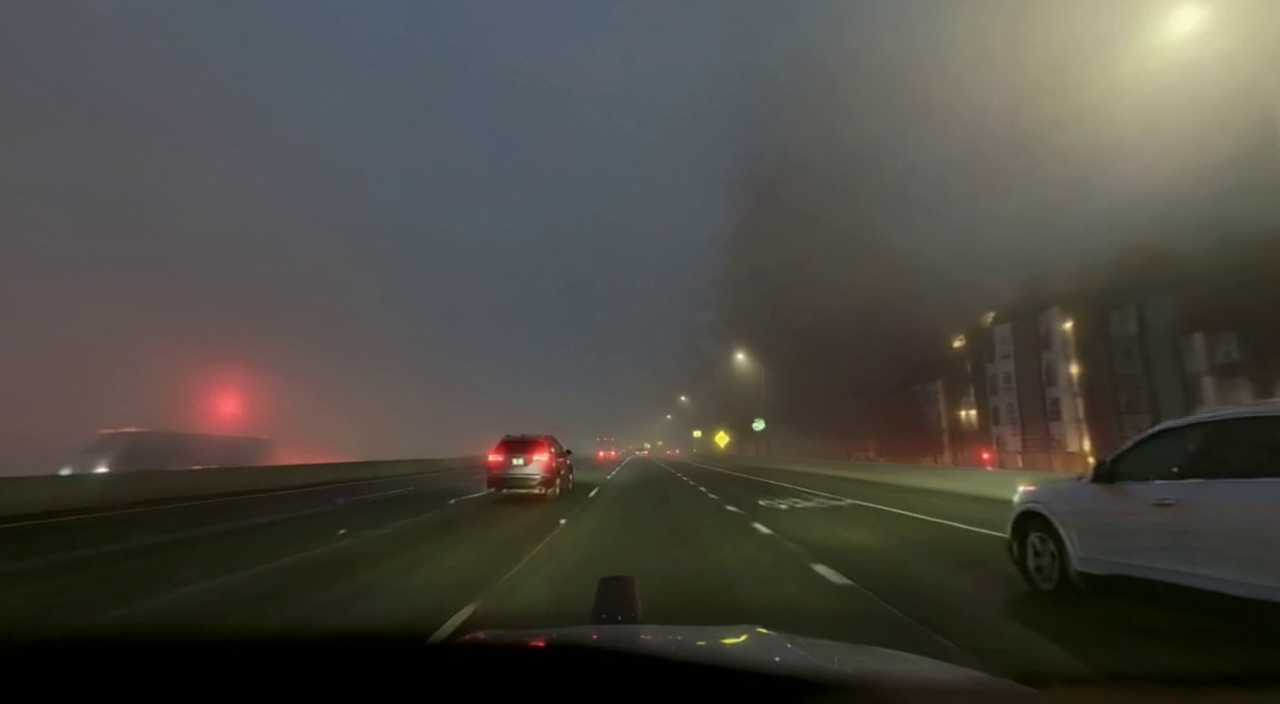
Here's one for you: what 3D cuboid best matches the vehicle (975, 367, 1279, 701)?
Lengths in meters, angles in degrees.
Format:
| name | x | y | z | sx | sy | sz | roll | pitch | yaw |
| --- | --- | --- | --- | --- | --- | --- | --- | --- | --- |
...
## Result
| name | x | y | z | sx | sy | sz | roll | pitch | yaw |
| --- | --- | --- | --- | --- | --- | --- | --- | --- | --- |
| vehicle | 4.433 | 1.033 | 3.844 | 2.170 | 1.733 | 4.631 | 0 | -9 | 0 |

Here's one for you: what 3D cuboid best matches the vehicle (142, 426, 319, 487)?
| name | x | y | z | sx | sy | sz | roll | pitch | yaw |
| --- | --- | --- | --- | --- | --- | --- | --- | --- | --- |
| vehicle | -31.104 | 8.107 | 49.649 | 2.891 | 3.951 | 16.525 | 0 | -9 | 0 |

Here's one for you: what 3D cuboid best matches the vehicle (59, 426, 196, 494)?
| name | x | y | z | sx | sy | sz | roll | pitch | yaw |
| --- | --- | --- | --- | --- | --- | --- | --- | --- | --- |
| vehicle | -31.076 | 6.554 | 38.592 | 3.060 | 3.727 | 5.991 | 0 | -9 | 1 |

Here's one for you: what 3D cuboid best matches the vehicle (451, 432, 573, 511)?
| name | x | y | z | sx | sy | sz | roll | pitch | yaw |
| --- | --- | --- | --- | --- | --- | --- | --- | --- | --- |
| vehicle | -3.107 | 3.025 | 16.443 | 2.075 | 1.721 | 4.763 | 0 | -9 | 1 |
